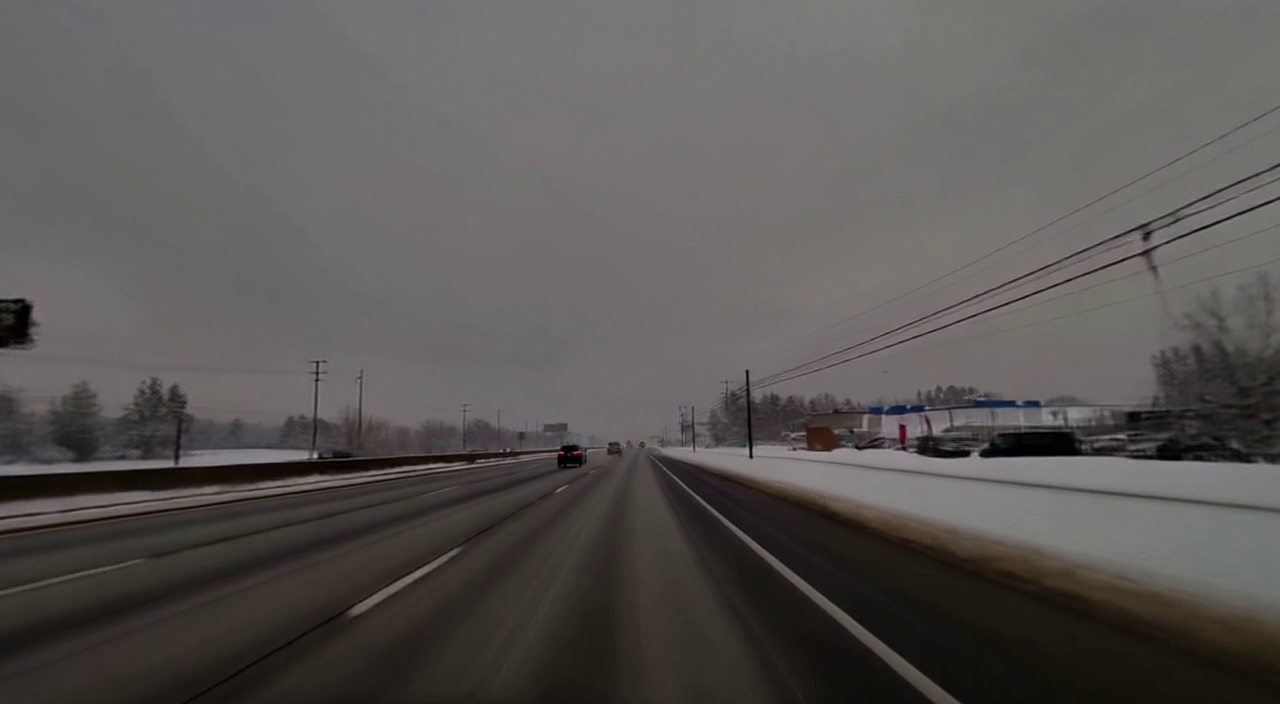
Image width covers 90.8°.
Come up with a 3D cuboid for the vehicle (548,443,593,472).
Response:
[{"bbox_3d":[-3.773,5.812,35.173,1.940,1.479,4.545,0,-9,1],"label":"vehicle"}]

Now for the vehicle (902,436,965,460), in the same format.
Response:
[{"bbox_3d":[19.076,6.289,41.291,1.826,1.487,4.419,0,-9,-3],"label":"vehicle"}]

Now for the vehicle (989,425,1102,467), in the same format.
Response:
[{"bbox_3d":[19.015,4.444,29.962,2.037,1.794,4.897,0,-9,0],"label":"vehicle"}]
